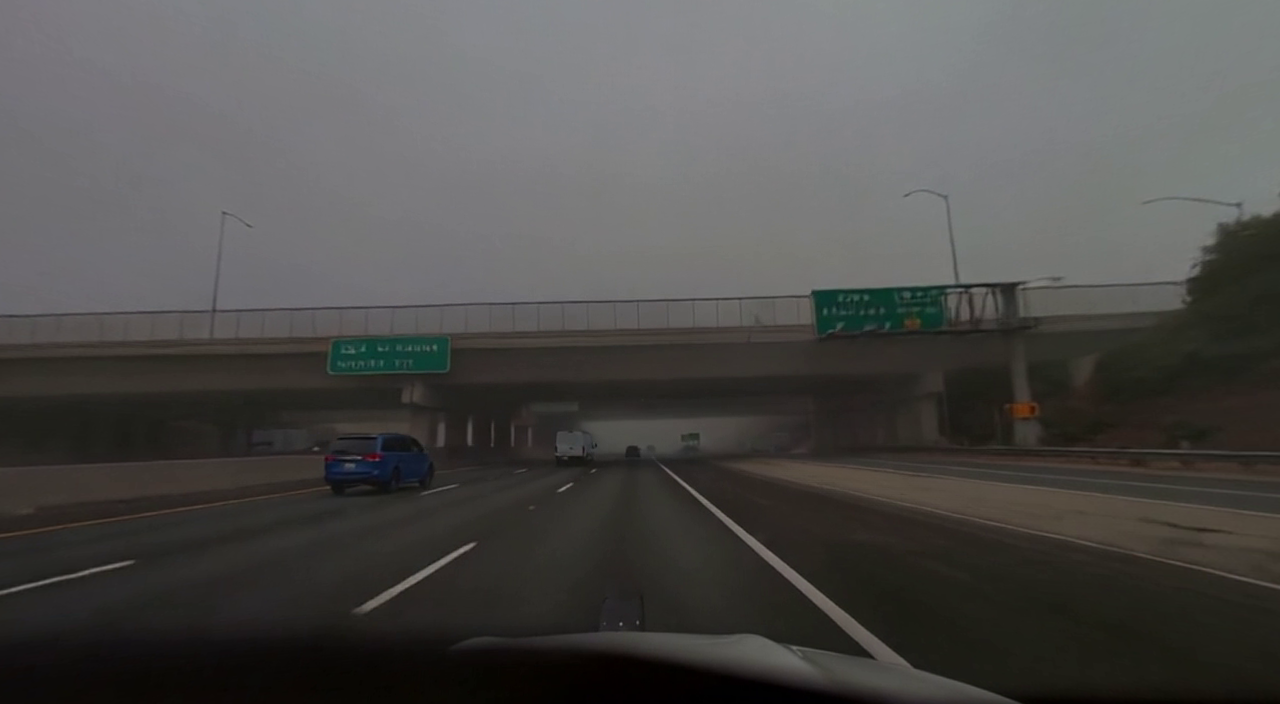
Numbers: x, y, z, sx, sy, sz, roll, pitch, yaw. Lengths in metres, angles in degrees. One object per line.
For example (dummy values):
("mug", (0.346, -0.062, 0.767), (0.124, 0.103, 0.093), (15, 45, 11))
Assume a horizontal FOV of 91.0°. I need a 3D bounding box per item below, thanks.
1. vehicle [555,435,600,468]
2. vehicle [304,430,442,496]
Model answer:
("vehicle", (-3.681, 5.962, 37.976), (2.144, 1.847, 4.850), (0, -8, 1))
("vehicle", (-7.827, 3.290, 19.057), (2.092, 1.712, 4.627), (0, -8, 0))
